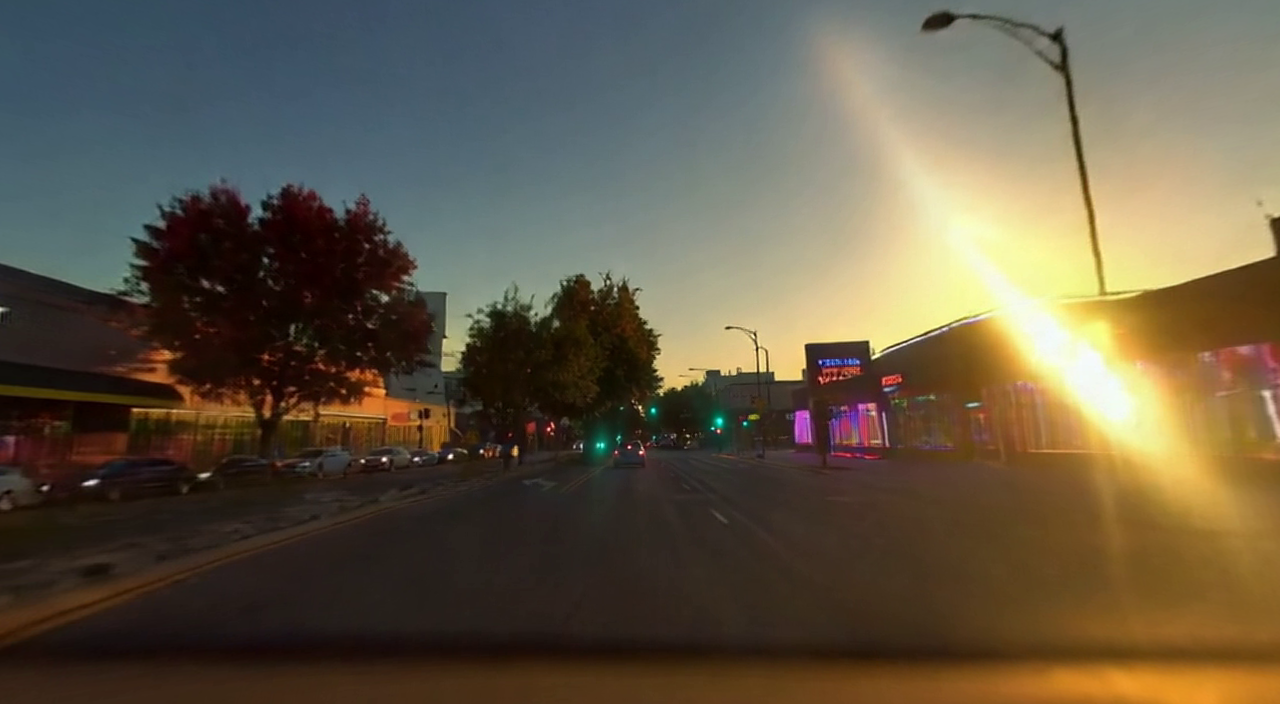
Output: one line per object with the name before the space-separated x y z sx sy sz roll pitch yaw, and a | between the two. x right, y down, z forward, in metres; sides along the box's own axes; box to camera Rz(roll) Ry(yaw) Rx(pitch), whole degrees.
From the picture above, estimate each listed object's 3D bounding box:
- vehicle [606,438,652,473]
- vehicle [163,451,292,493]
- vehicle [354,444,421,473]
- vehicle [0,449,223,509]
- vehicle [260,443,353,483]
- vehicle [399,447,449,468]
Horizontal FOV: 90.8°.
vehicle | -0.500 4.864 29.758 2.045 1.510 3.690 0 -9 0
vehicle | -15.571 4.508 24.216 1.980 1.427 4.449 0 -9 -1
vehicle | -15.756 6.638 39.726 2.130 1.692 4.734 -1 -9 2
vehicle | -15.557 3.706 19.046 2.098 1.524 5.102 -1 -9 6
vehicle | -15.707 5.248 30.030 1.981 1.755 4.113 -1 -10 3
vehicle | -15.816 7.733 46.457 1.931 1.455 5.023 0 -9 0
